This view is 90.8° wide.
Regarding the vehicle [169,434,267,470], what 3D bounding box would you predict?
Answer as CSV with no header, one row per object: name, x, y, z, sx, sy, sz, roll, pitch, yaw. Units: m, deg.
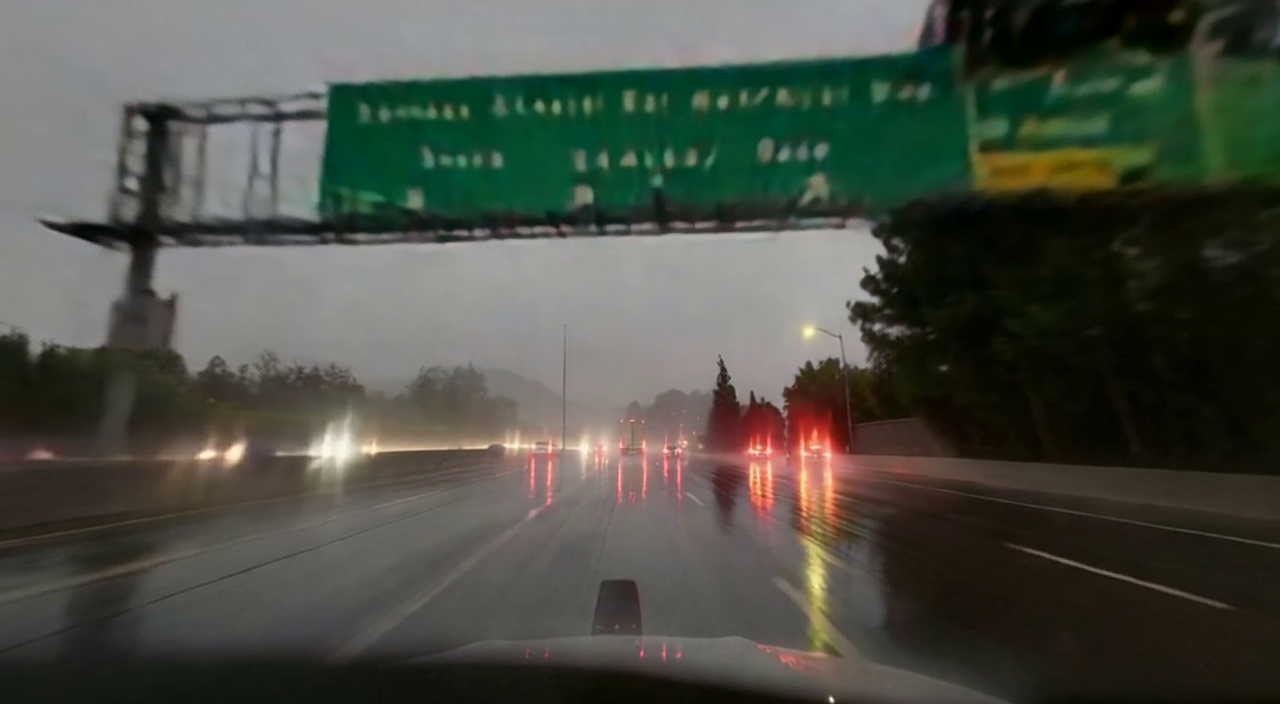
vehicle,-19.231,4.561,28.987,1.822,1.496,3.822,0,-8,0

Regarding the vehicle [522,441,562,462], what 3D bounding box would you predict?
vehicle,-7.282,7.449,47.405,2.117,1.518,4.930,0,-8,1
